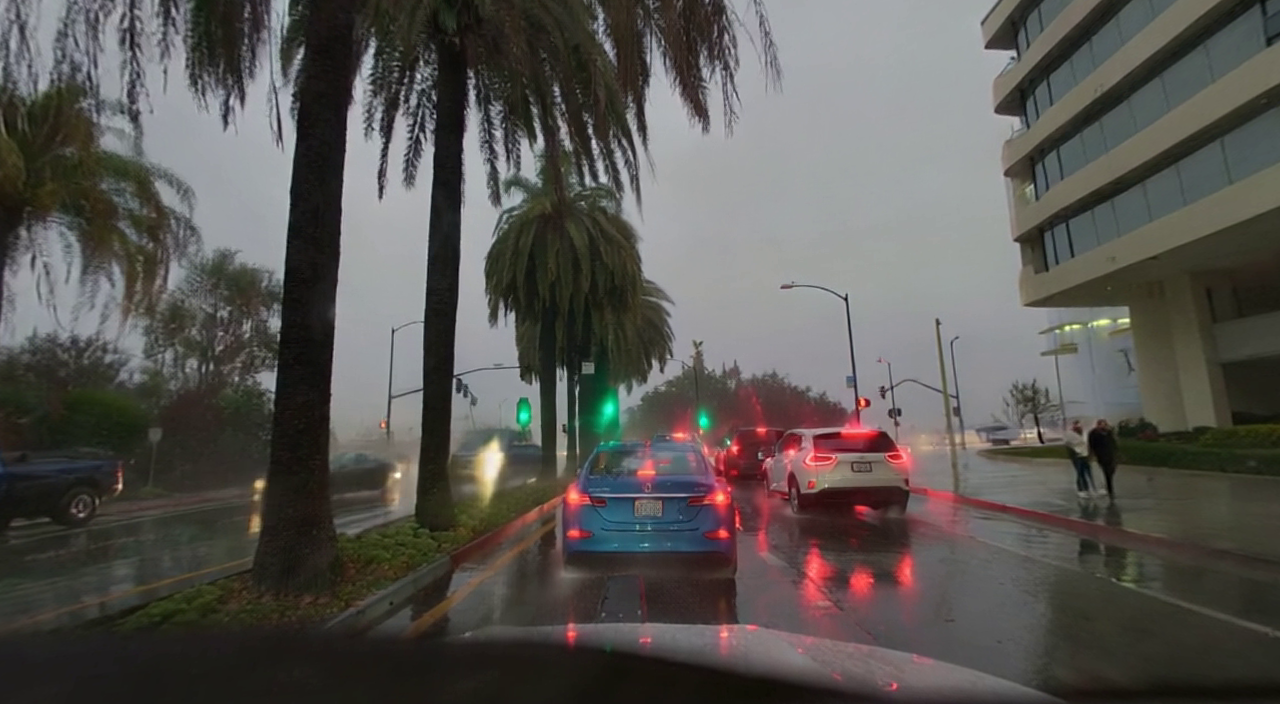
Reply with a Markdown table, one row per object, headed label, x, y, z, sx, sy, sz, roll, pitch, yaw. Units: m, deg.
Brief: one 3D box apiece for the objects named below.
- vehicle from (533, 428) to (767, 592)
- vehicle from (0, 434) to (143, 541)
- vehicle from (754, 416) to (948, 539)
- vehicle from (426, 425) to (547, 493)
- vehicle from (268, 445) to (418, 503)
| label | x | y | z | sx | sy | sz | roll | pitch | yaw |
| --- | --- | --- | --- | --- | --- | --- | --- | --- | --- |
| vehicle | 0.134 | 1.716 | 7.718 | 2.088 | 1.452 | 3.993 | 0 | -8 | 1 |
| vehicle | -13.051 | 2.720 | 12.288 | 2.240 | 1.964 | 5.707 | -6 | -8 | 0 |
| vehicle | 3.404 | 2.111 | 11.241 | 2.003 | 1.733 | 4.319 | 0 | -8 | 1 |
| vehicle | -4.714 | 3.384 | 20.253 | 2.068 | 1.811 | 4.910 | -3 | -9 | 8 |
| vehicle | -8.335 | 3.442 | 18.319 | 1.898 | 1.439 | 4.540 | -1 | -8 | 4 |
